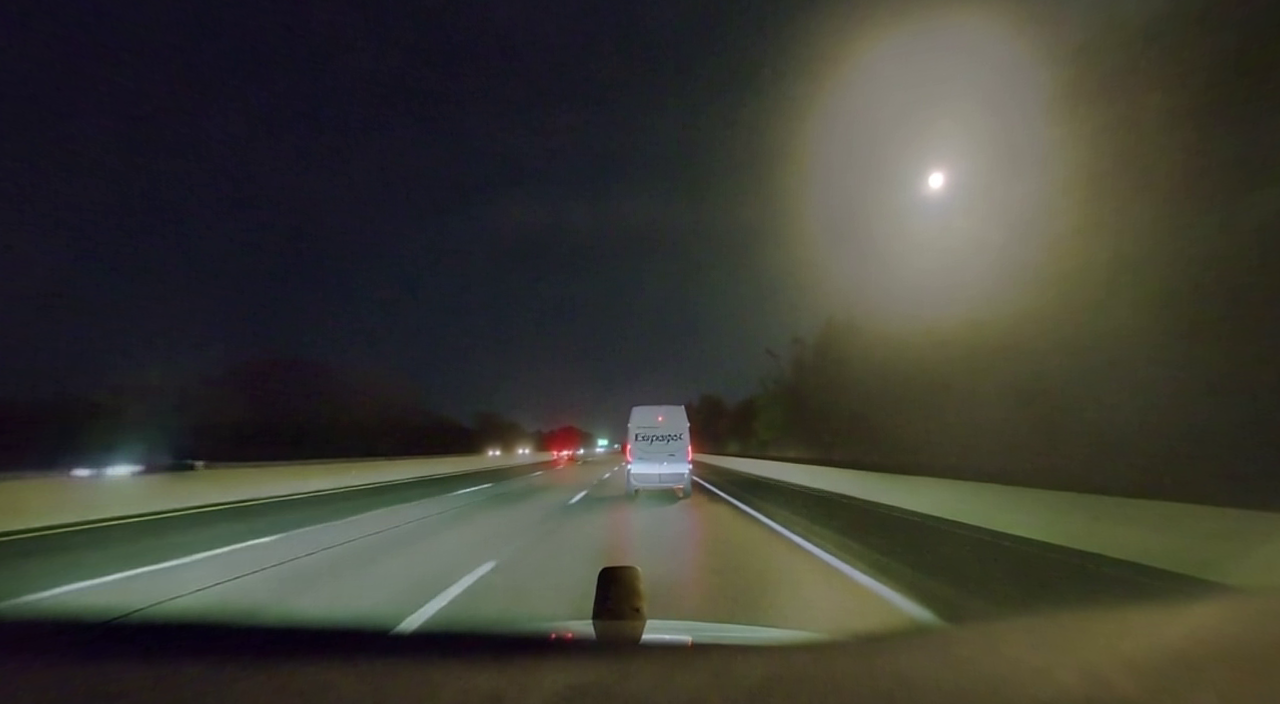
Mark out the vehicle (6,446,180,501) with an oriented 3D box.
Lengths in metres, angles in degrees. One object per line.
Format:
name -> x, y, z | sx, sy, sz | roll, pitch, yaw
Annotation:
vehicle -> -15.762, 3.488, 18.486 | 1.651, 1.410, 3.840 | 0, -9, 0

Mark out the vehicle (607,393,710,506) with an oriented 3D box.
vehicle -> 0.337, 2.622, 17.124 | 2.332, 2.558, 5.314 | 0, -9, -2
